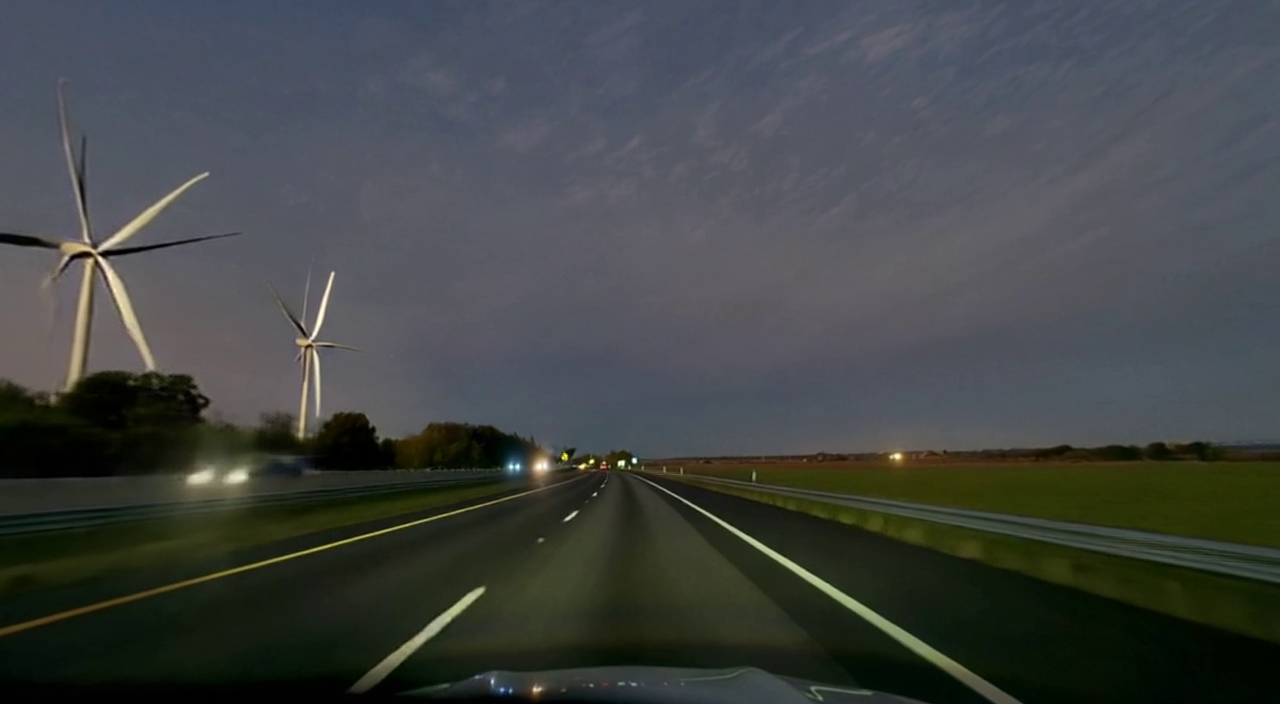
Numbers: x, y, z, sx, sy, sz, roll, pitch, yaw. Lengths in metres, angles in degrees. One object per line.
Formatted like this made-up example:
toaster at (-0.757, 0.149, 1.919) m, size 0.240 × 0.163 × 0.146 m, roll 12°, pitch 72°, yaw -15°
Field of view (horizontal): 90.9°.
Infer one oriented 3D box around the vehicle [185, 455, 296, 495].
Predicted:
vehicle at (-16.299, 5.057, 26.020) m, size 1.783 × 1.448 × 4.377 m, roll 1°, pitch -11°, yaw -1°
